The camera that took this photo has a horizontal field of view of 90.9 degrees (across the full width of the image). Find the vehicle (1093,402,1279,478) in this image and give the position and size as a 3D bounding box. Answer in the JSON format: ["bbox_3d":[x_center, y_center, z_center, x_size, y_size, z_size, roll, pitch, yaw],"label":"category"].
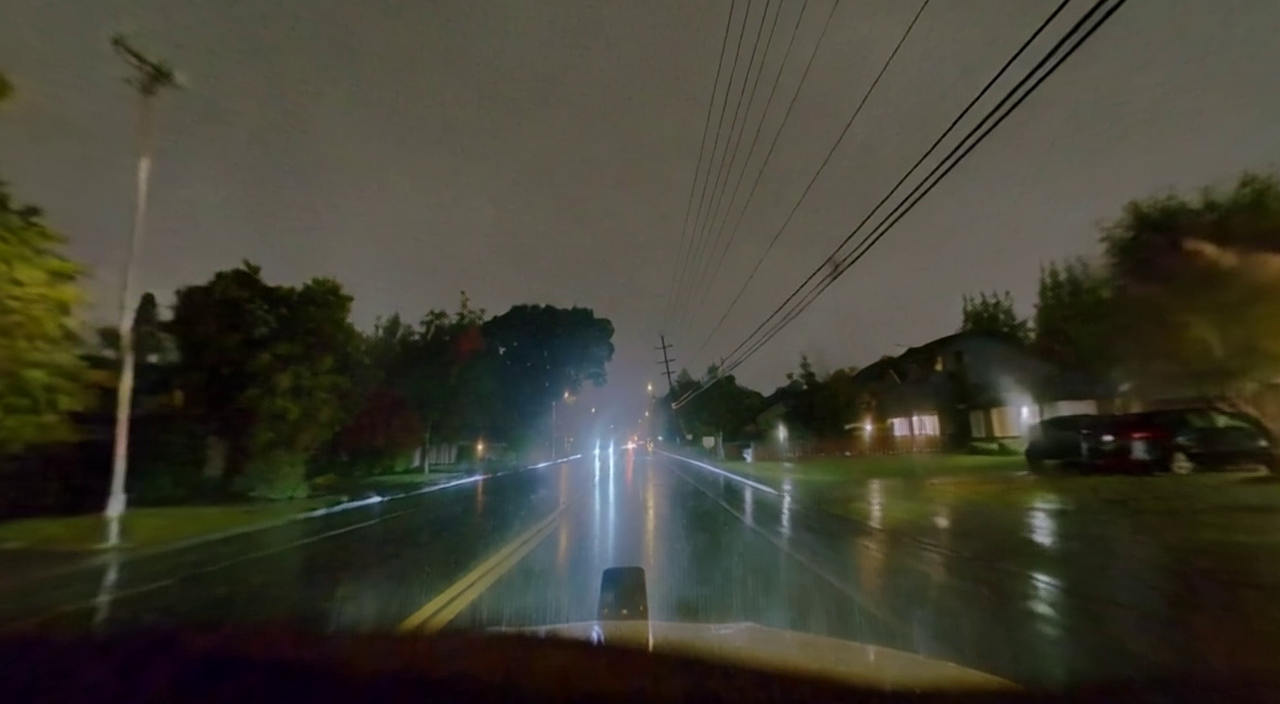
[{"bbox_3d":[14.129,2.131,15.404,4.512,1.701,2.017,0,-8,-1],"label":"vehicle"}]
